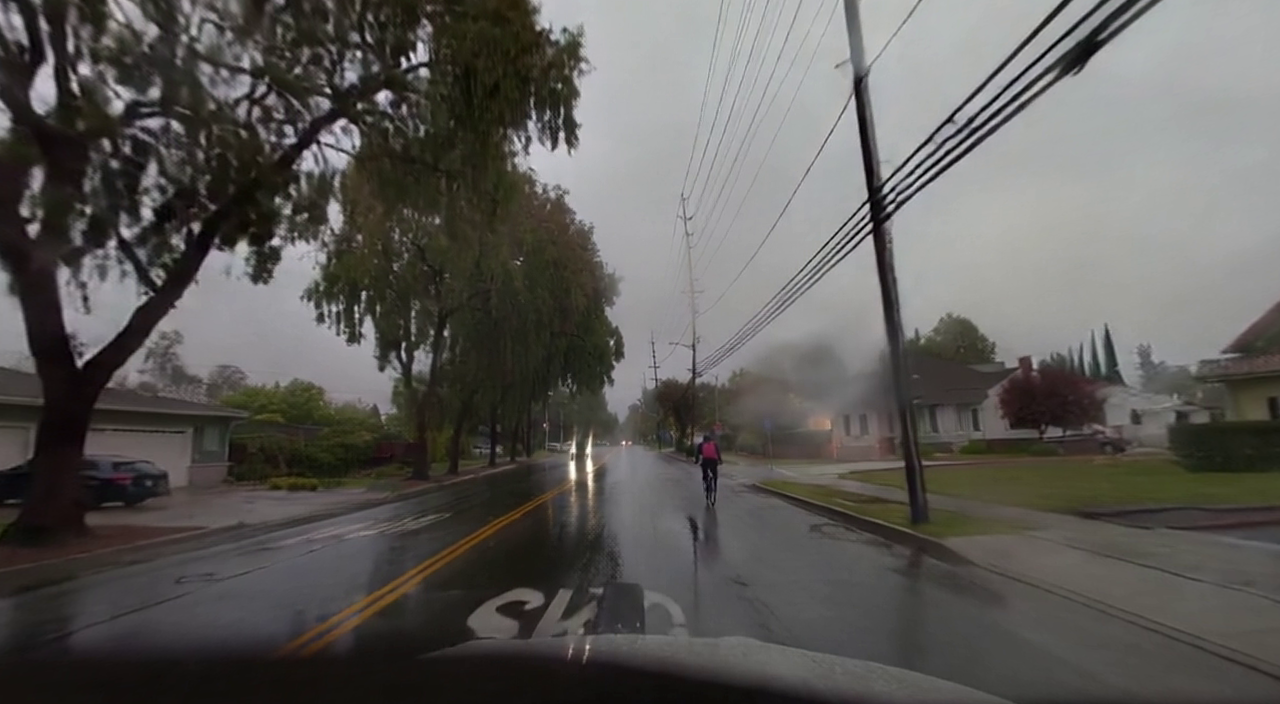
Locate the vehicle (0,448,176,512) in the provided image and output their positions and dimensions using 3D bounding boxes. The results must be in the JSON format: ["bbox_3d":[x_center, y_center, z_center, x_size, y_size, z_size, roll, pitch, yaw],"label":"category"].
[{"bbox_3d":[-14.520,3.193,15.952,4.143,1.480,1.755,0,-8,-2],"label":"vehicle"}]
